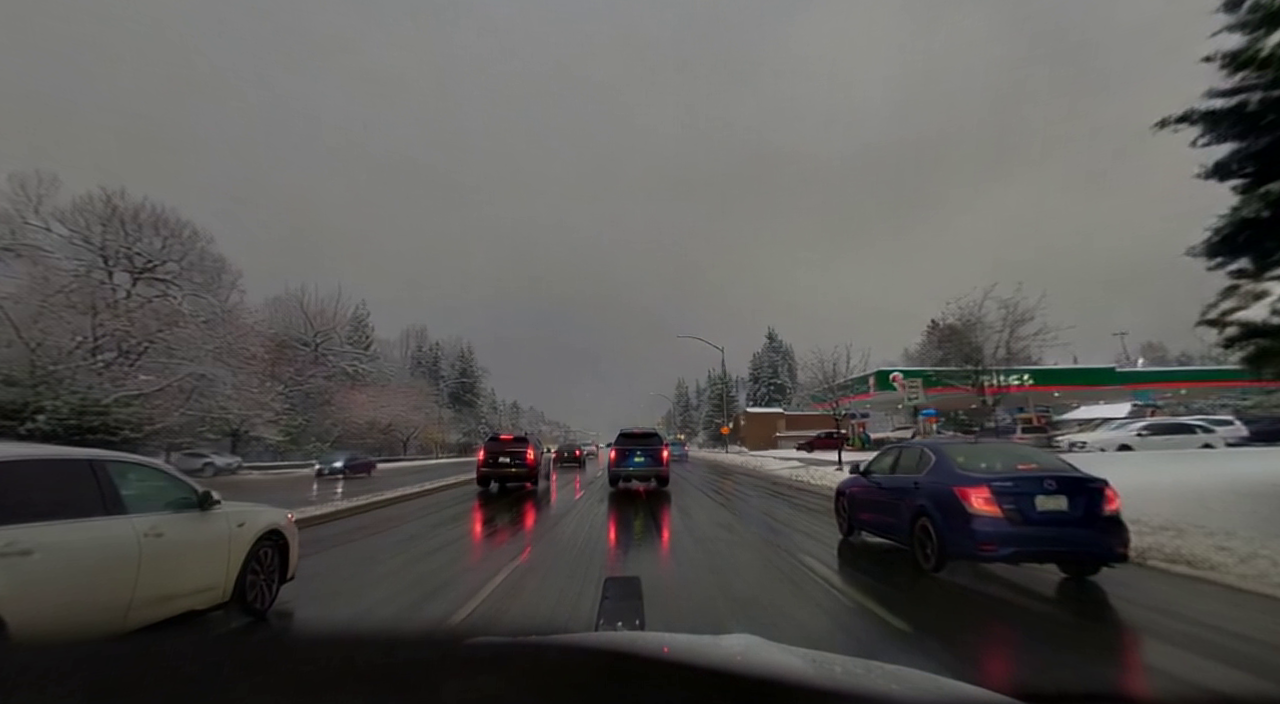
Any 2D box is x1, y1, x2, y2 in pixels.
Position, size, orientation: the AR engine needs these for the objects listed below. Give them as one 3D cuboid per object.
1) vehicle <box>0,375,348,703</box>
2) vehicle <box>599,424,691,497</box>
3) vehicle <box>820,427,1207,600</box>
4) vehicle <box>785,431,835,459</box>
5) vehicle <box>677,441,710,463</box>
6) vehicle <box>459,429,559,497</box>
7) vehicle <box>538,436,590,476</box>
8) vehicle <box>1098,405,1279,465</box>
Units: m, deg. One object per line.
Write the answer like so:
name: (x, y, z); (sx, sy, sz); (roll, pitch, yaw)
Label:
vehicle: (-3.531, 1.040, 3.528); (1.864, 1.574, 4.031); (0, -9, 0)
vehicle: (0.104, 3.040, 18.031); (2.279, 1.803, 4.254); (0, -9, -1)
vehicle: (3.895, 1.736, 7.803); (1.888, 1.456, 4.589); (0, -9, -1)
vehicle: (11.942, 6.592, 44.746); (2.102, 1.887, 4.673); (0, -9, -1)
vehicle: (3.834, 7.264, 45.981); (1.926, 1.522, 3.852); (0, -9, -2)
vehicle: (-3.584, 3.124, 18.096); (1.932, 1.695, 4.150); (0, -9, 0)
vehicle: (-3.359, 4.670, 28.571); (1.871, 1.673, 3.920); (0, -9, 0)
vehicle: (18.169, 2.792, 20.990); (1.906, 1.734, 4.483); (2, -9, -12)
